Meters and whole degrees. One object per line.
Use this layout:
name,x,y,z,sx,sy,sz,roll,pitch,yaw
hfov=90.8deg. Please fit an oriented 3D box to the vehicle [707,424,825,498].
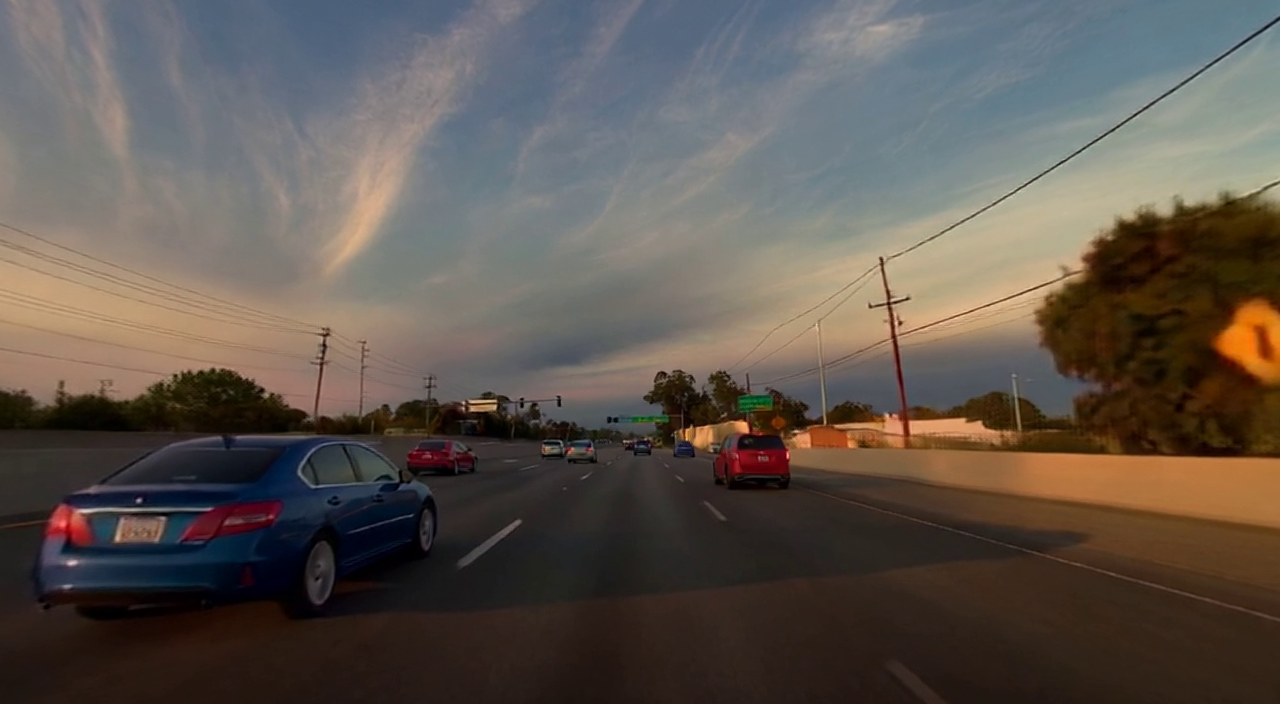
vehicle,3.080,2.786,16.501,2.100,1.659,4.387,0,-8,-1

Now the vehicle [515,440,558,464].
vehicle,-6.538,6.362,40.345,1.877,1.474,4.475,0,-8,2

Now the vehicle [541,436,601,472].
vehicle,-3.019,4.591,28.596,2.066,1.488,4.377,0,-8,2

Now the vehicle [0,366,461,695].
vehicle,-3.259,1.237,5.522,2.104,1.707,4.338,0,-8,0
